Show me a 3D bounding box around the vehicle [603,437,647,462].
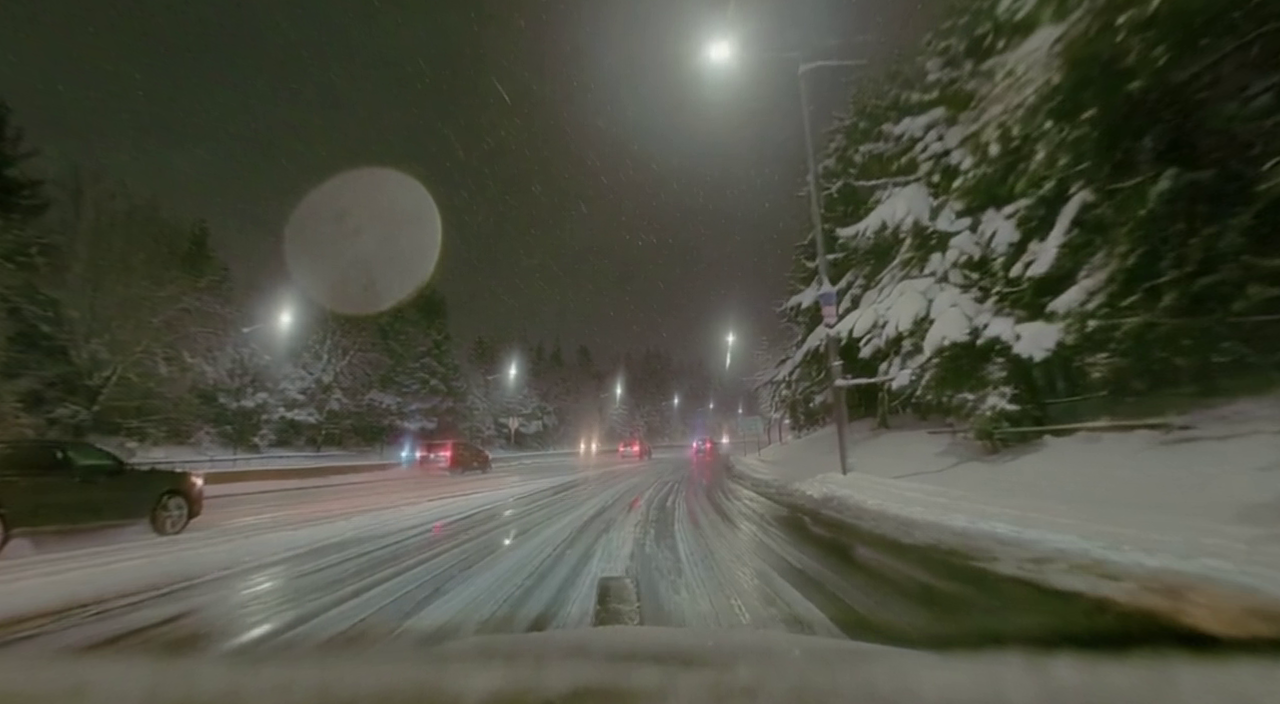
[{"bbox_3d":[-1.017,7.254,47.126,2.105,1.764,5.109,-2,-9,12],"label":"vehicle"}]

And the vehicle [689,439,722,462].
[{"bbox_3d":[5.031,7.505,48.230,2.012,1.622,4.166,-2,-9,12],"label":"vehicle"}]

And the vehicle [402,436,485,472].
[{"bbox_3d":[-10.255,5.368,33.390,2.089,1.736,4.662,-2,-9,12],"label":"vehicle"}]

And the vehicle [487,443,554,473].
[{"bbox_3d":[-6.266,5.606,33.646,1.860,1.442,4.332,-2,-9,13],"label":"vehicle"}]

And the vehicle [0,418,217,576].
[{"bbox_3d":[-7.677,1.601,7.172,2.082,1.638,4.644,-1,-9,8],"label":"vehicle"}]
